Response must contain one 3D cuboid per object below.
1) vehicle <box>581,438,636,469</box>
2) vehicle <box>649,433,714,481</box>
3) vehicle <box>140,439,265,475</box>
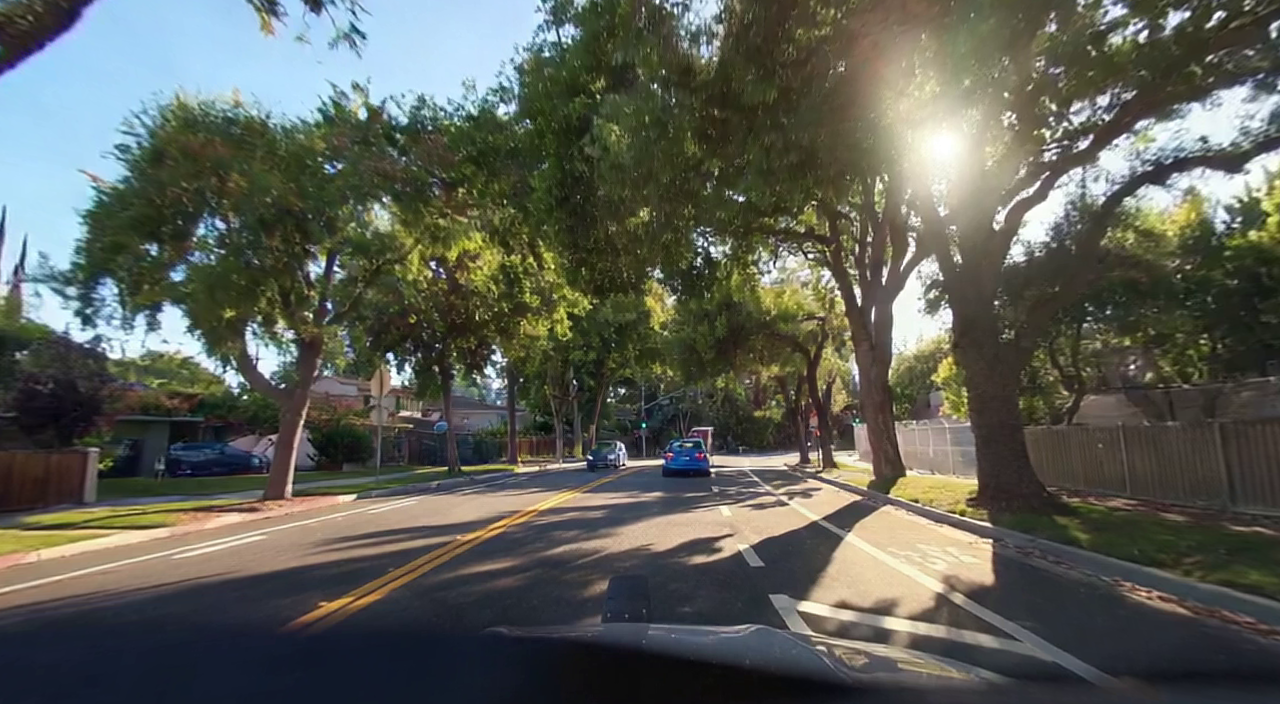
[{"bbox_3d":[-1.556,5.293,33.129,1.961,1.498,4.401,-1,-8,10],"label":"vehicle"},{"bbox_3d":[1.476,3.645,22.141,2.070,1.516,3.936,-1,-8,4],"label":"vehicle"},{"bbox_3d":[-19.433,4.644,28.250,1.937,1.450,4.422,-1,-8,10],"label":"vehicle"}]
